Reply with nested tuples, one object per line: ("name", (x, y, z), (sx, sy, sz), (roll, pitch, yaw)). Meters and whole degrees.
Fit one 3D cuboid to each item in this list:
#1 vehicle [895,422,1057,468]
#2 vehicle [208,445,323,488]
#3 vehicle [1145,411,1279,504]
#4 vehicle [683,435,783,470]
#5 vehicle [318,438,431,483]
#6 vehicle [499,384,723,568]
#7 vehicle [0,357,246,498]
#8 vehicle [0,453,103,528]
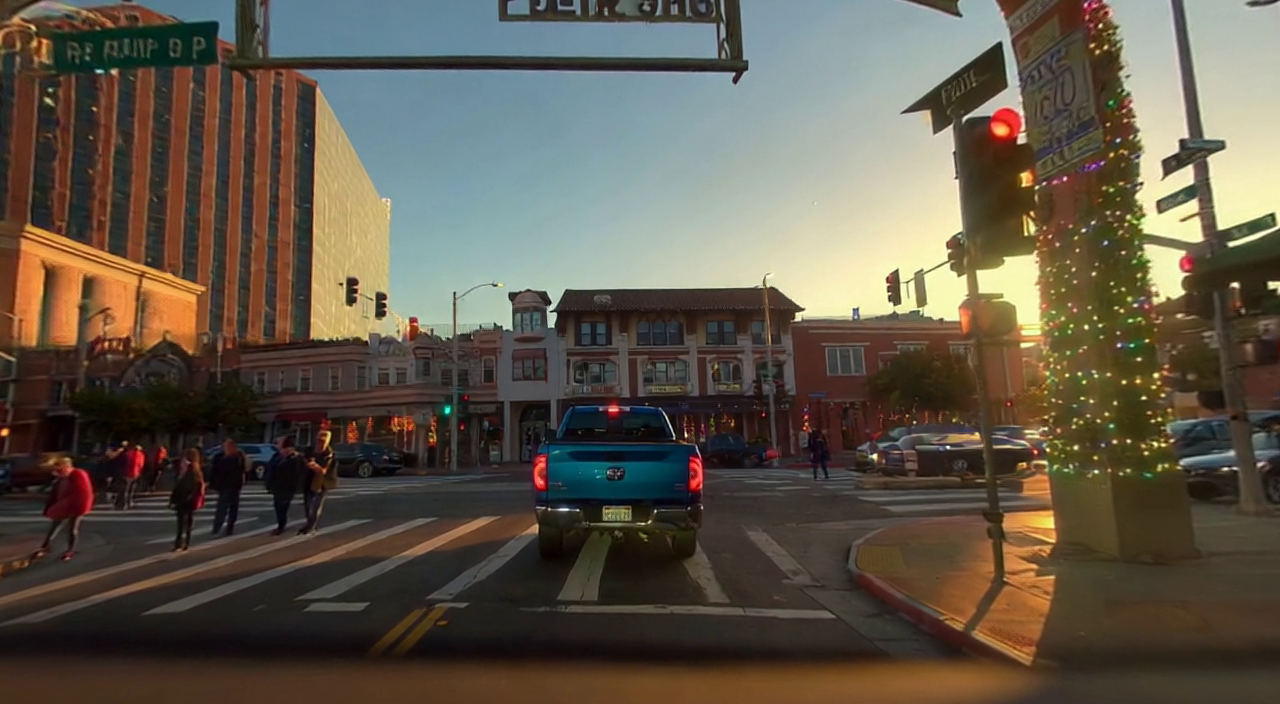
("vehicle", (11.650, 3.257, 22.088), (4.600, 1.506, 1.878), (0, -9, -2))
("vehicle", (-18.614, 5.681, 31.478), (4.398, 2.057, 1.959), (0, -8, -2))
("vehicle", (13.065, 2.024, 12.456), (4.082, 1.613, 2.211), (-3, -12, -1))
("vehicle", (4.311, 4.739, 29.808), (4.515, 1.583, 1.920), (-1, -8, 3))
("vehicle", (-13.134, 5.370, 31.376), (4.799, 1.909, 2.011), (-3, -7, 3))
("vehicle", (-0.469, 1.781, 9.858), (2.477, 2.020, 5.534), (0, -8, -3))
("vehicle", (-22.188, 2.719, 22.529), (13.729, 4.662, 3.300), (0, -9, 0))
("vehicle", (-16.034, 3.293, 15.244), (4.039, 1.654, 2.092), (0, -8, -3))
